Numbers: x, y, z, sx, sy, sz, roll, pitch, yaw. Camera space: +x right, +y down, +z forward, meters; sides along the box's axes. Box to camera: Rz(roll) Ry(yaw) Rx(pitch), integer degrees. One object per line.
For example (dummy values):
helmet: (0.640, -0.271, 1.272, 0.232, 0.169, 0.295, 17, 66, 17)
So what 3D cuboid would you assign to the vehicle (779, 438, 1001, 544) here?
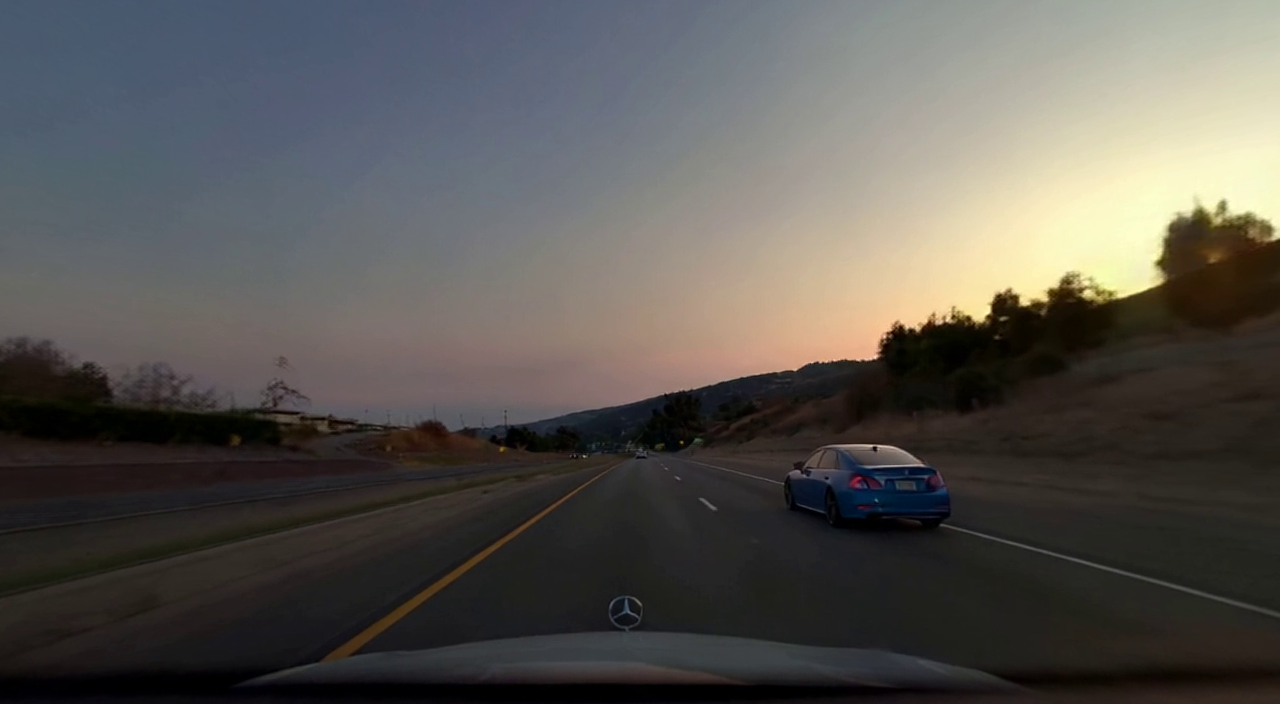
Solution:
vehicle: (4.145, 2.369, 11.537, 2.053, 1.490, 4.799, 0, -8, 0)
